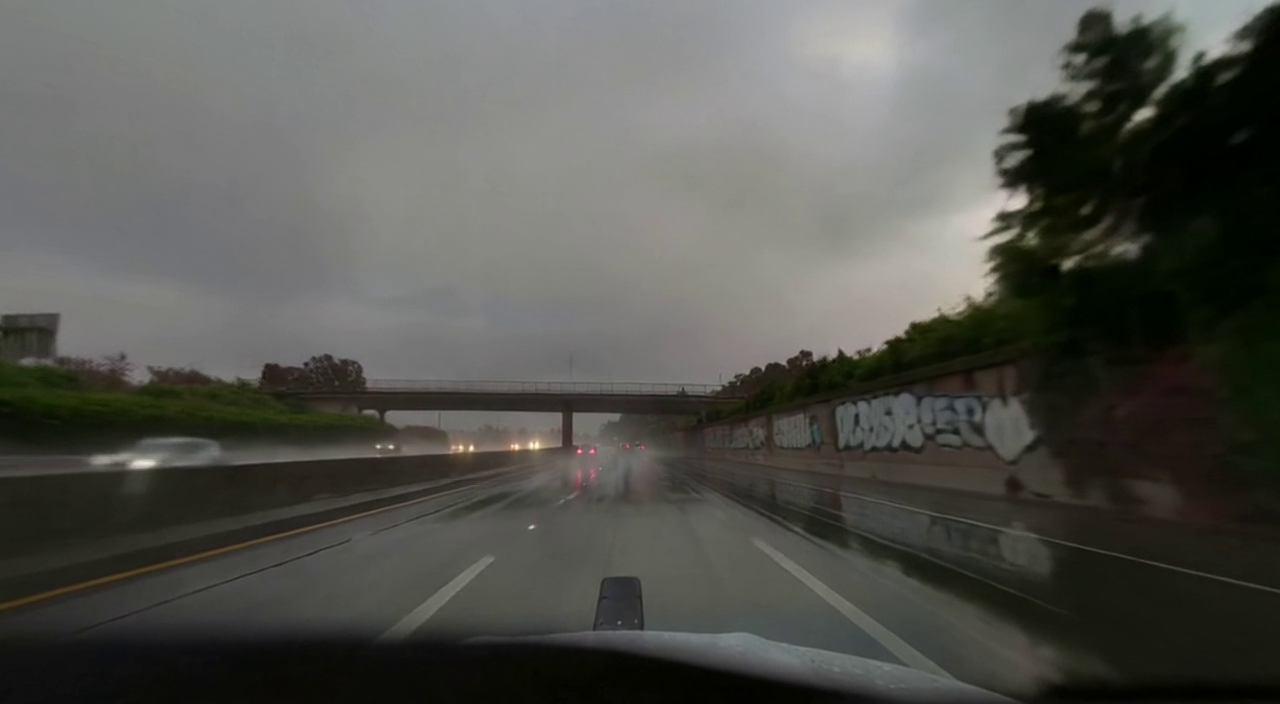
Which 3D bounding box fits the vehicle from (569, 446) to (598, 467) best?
[{"bbox_3d":[-4.068,7.608,45.736,1.871,1.459,3.771,0,-9,-1],"label":"vehicle"}]
